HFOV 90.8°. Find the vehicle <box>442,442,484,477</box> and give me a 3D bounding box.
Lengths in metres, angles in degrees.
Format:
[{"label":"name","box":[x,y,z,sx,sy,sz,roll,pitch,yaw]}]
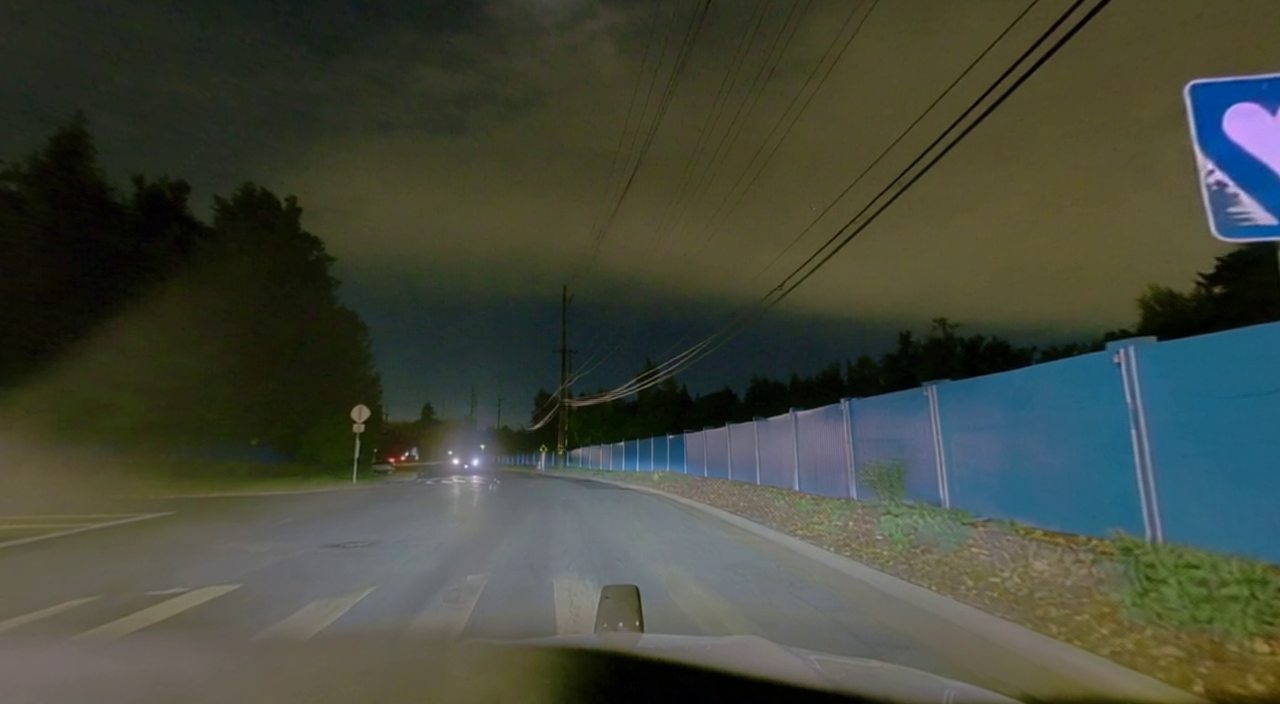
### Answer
[{"label":"vehicle","box":[-10.558,6.343,37.534,2.185,1.901,4.177,2,-9,-17]}]
